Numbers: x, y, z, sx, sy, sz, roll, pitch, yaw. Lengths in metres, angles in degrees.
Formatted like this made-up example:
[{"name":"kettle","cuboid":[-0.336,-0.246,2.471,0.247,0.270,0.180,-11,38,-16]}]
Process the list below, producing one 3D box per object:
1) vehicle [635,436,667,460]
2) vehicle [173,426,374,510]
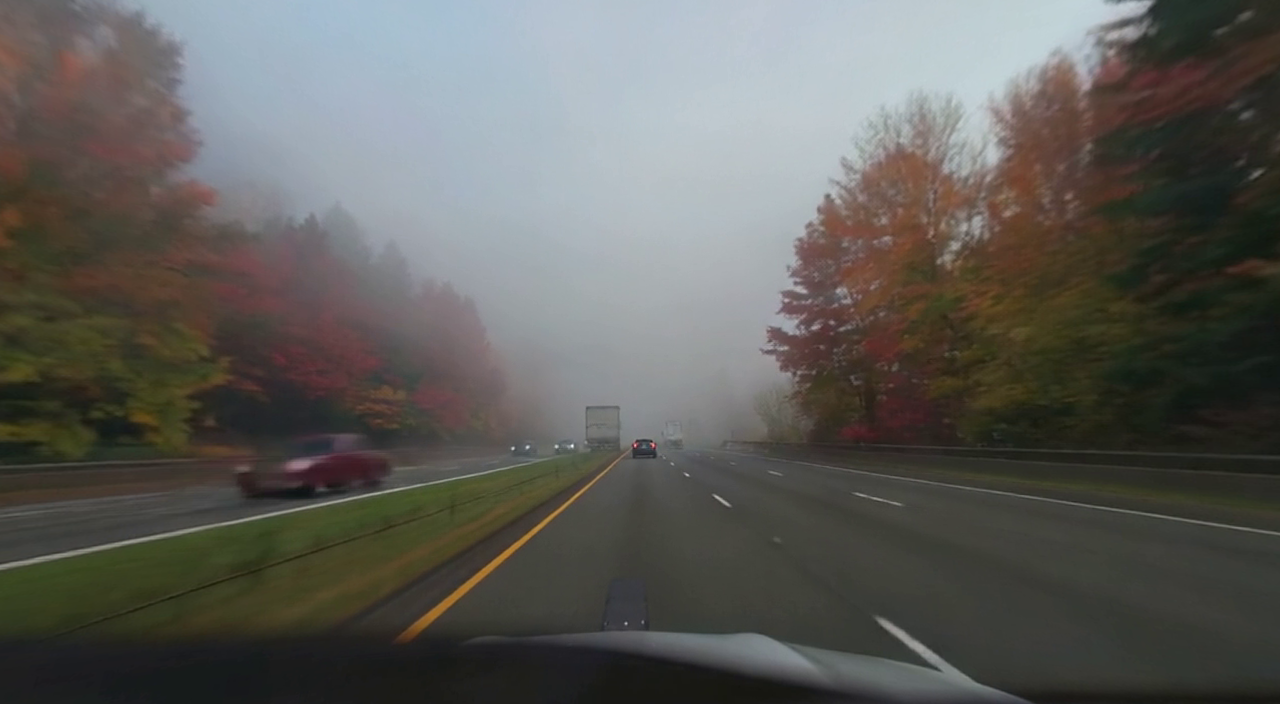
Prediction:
[{"name":"vehicle","cuboid":[0.671,6.171,40.481,1.924,1.498,3.817,0,-8,0]},{"name":"vehicle","cuboid":[-7.712,2.460,13.823,1.848,1.549,4.157,0,-8,1]}]
